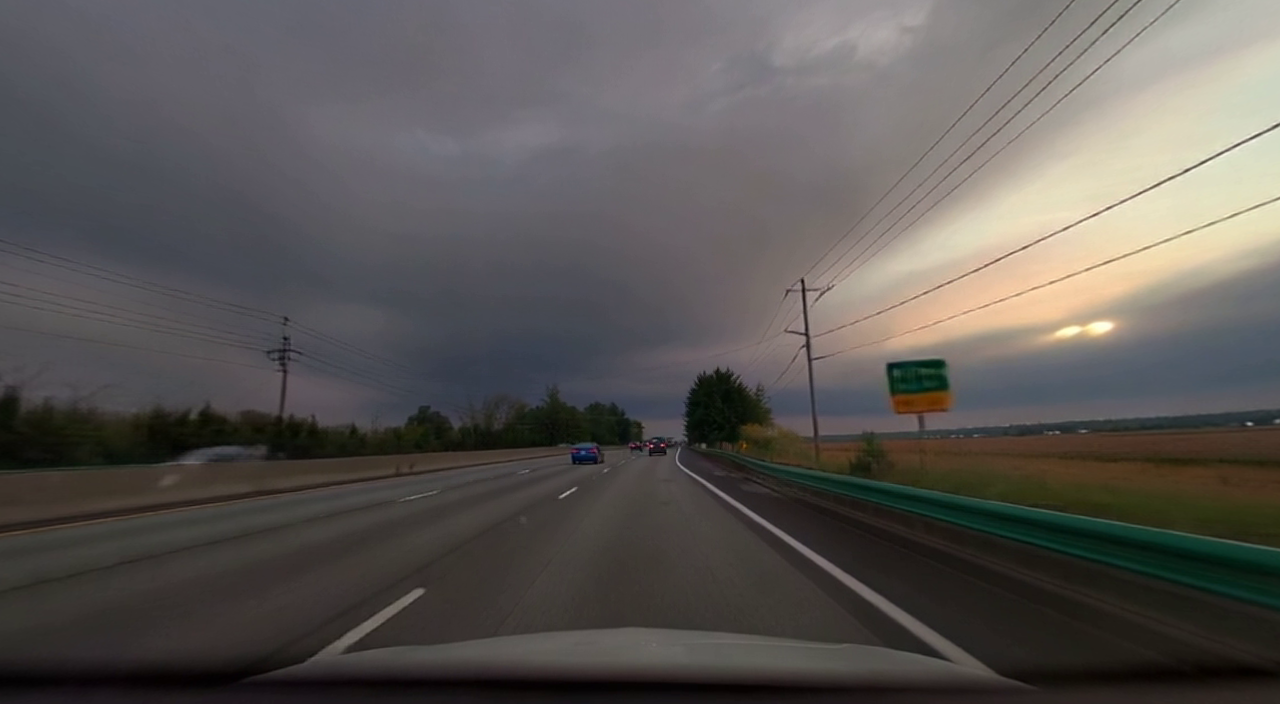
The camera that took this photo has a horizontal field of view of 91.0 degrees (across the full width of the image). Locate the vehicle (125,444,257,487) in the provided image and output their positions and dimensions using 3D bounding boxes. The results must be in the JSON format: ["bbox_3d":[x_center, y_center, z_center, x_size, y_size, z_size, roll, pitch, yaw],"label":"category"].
[{"bbox_3d":[-16.123,4.065,22.877,1.986,1.424,3.739,0,-8,1],"label":"vehicle"}]

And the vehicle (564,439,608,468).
[{"bbox_3d":[-2.988,5.736,35.785,2.021,1.515,4.453,0,-8,2],"label":"vehicle"}]
